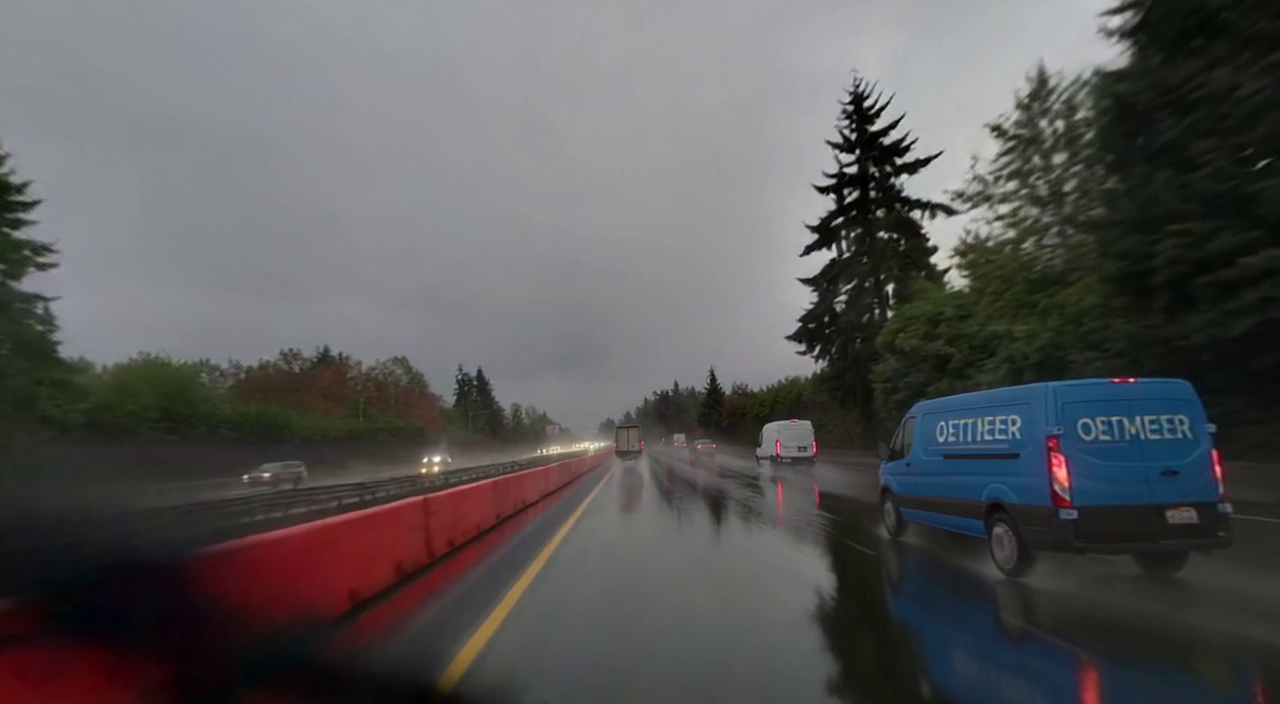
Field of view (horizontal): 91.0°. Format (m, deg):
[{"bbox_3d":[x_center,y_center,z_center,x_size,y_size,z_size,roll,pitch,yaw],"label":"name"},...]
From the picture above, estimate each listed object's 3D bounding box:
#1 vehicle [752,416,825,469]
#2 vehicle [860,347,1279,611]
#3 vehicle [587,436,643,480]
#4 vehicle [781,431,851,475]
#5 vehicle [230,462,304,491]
[{"bbox_3d":[8.017,4.965,34.575,2.385,2.635,5.633,0,-8,-2],"label":"vehicle"},{"bbox_3d":[4.744,1.323,7.455,2.223,2.008,5.121,0,-8,-2],"label":"vehicle"},{"bbox_3d":[-0.985,4.260,25.566,2.100,1.636,3.620,0,-8,-2],"label":"vehicle"},{"bbox_3d":[8.187,4.727,29.621,2.255,1.960,3.229,0,-8,-1],"label":"vehicle"},{"bbox_3d":[-21.794,7.260,36.957,1.800,1.494,4.231,0,-8,-1],"label":"vehicle"}]
